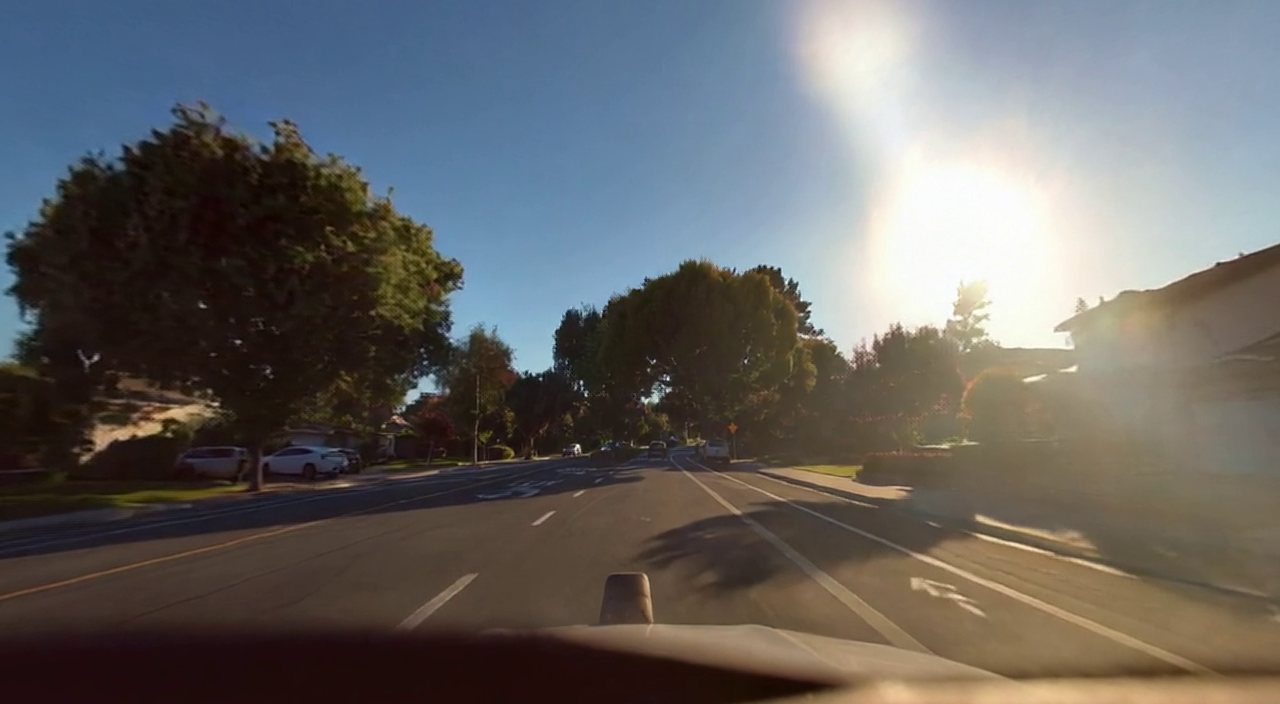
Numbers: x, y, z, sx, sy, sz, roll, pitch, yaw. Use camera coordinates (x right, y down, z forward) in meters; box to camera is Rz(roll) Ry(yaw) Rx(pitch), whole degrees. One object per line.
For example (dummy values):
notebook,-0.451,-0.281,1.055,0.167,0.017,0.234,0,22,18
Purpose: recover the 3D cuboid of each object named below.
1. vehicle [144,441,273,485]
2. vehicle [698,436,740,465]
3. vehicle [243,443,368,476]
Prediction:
vehicle,-18.801,4.793,27.606,4.372,1.745,2.017,6,-10,-35
vehicle,5.425,6.828,43.883,2.233,1.887,5.347,0,-9,0
vehicle,-18.087,5.825,34.282,5.419,1.649,2.396,0,-9,1
